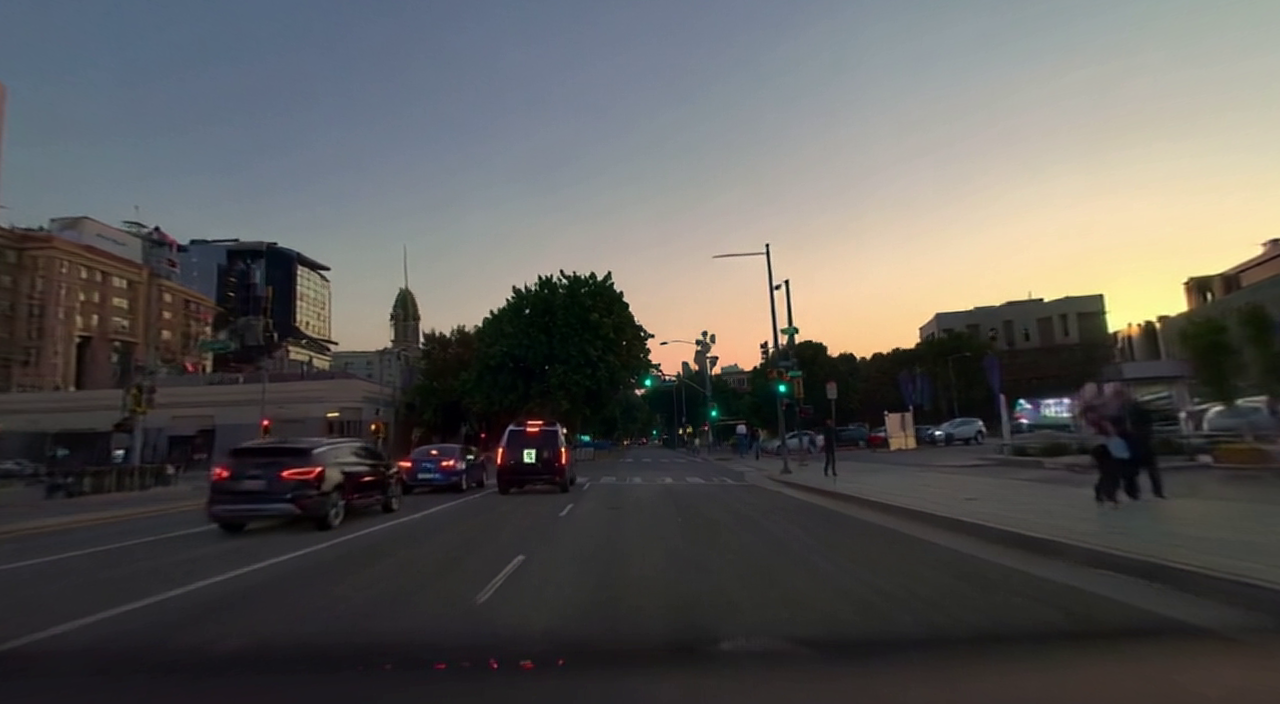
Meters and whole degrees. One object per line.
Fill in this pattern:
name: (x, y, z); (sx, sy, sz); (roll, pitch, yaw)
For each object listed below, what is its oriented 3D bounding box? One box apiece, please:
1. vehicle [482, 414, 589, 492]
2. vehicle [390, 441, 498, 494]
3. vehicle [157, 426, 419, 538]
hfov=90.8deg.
vehicle: (-3.126, 3.206, 20.328); (2.496, 2.155, 5.468); (0, -8, 0)
vehicle: (-6.005, 3.576, 19.988); (1.982, 1.452, 4.463); (0, -8, 0)
vehicle: (-6.043, 2.268, 11.745); (2.228, 1.652, 4.593); (0, -8, 0)
